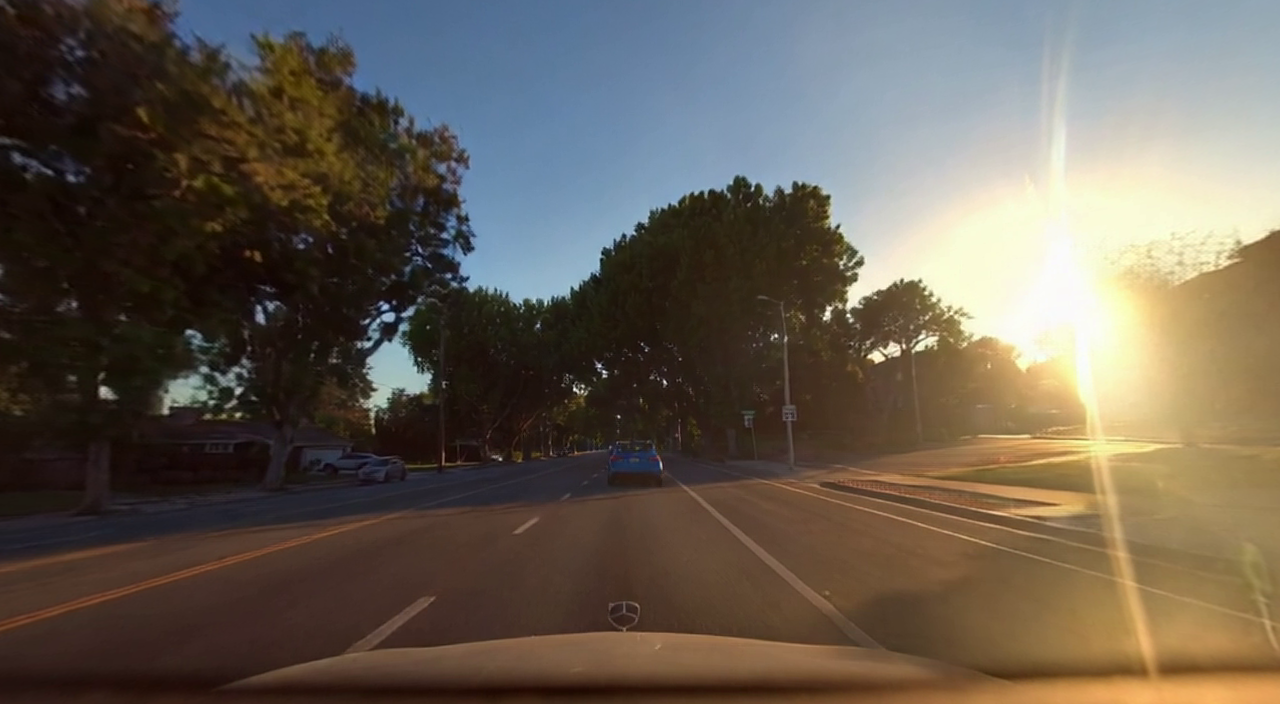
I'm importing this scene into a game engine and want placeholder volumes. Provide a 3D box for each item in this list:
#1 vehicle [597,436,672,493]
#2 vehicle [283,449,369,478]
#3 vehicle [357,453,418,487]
[{"bbox_3d":[-0.182,3.597,20.487,2.181,1.639,4.127,0,-9,-1],"label":"vehicle"},{"bbox_3d":[-21.557,7.662,43.569,4.807,1.872,2.041,0,-9,-2],"label":"vehicle"},{"bbox_3d":[-13.989,6.520,35.247,1.900,1.596,4.142,-3,-9,-3],"label":"vehicle"}]
